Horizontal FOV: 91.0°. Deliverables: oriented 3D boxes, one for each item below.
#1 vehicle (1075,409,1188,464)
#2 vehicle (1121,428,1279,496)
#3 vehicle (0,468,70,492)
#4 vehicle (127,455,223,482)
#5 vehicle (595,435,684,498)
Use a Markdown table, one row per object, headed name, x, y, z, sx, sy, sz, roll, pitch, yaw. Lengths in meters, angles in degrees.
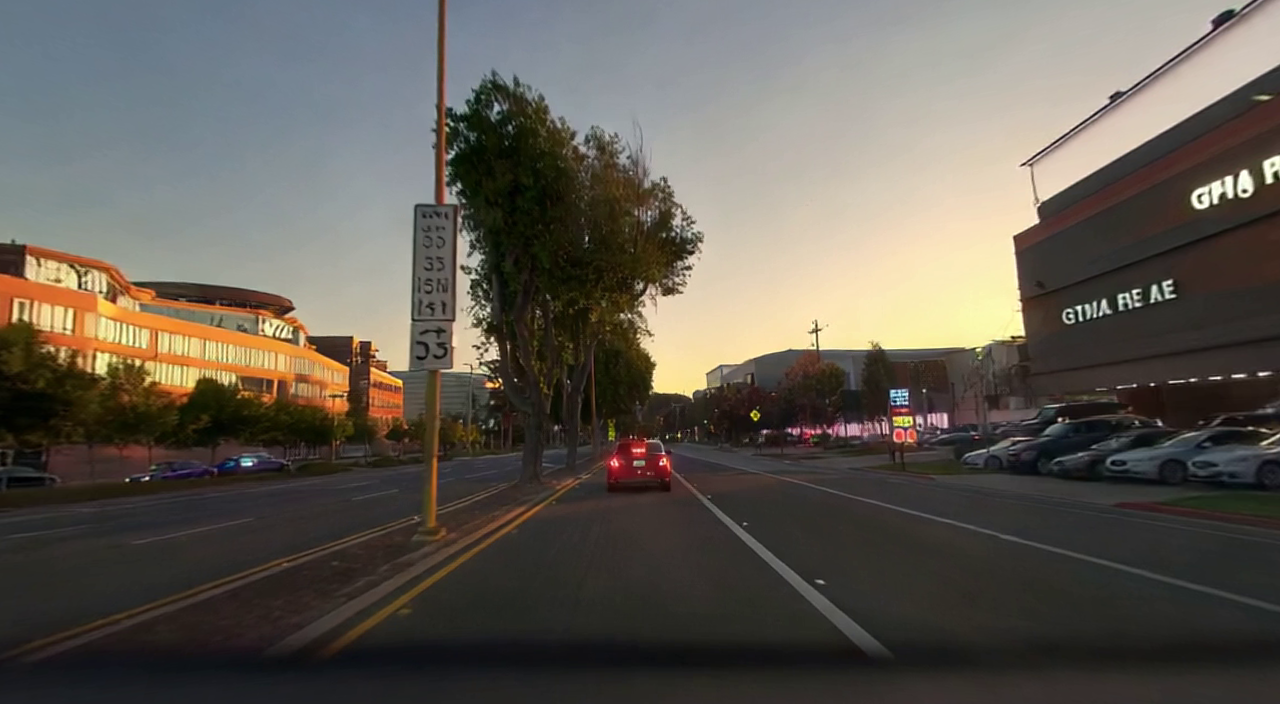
| name | x | y | z | sx | sy | sz | roll | pitch | yaw |
| --- | --- | --- | --- | --- | --- | --- | --- | --- | --- |
| vehicle | 21.586 | 3.792 | 27.987 | 2.336 | 2.164 | 5.796 | -3 | -9 | 22 |
| vehicle | 15.180 | 2.724 | 15.924 | 4.383 | 1.561 | 2.134 | 1 | -8 | -6 |
| vehicle | -39.234 | 8.143 | 40.065 | 3.805 | 1.406 | 1.701 | 5 | -9 | -21 |
| vehicle | -27.823 | 6.992 | 37.746 | 4.209 | 1.497 | 1.913 | 0 | -9 | 0 |
| vehicle | -0.037 | 3.026 | 17.010 | 2.126 | 1.475 | 3.967 | 0 | -8 | -1 |
